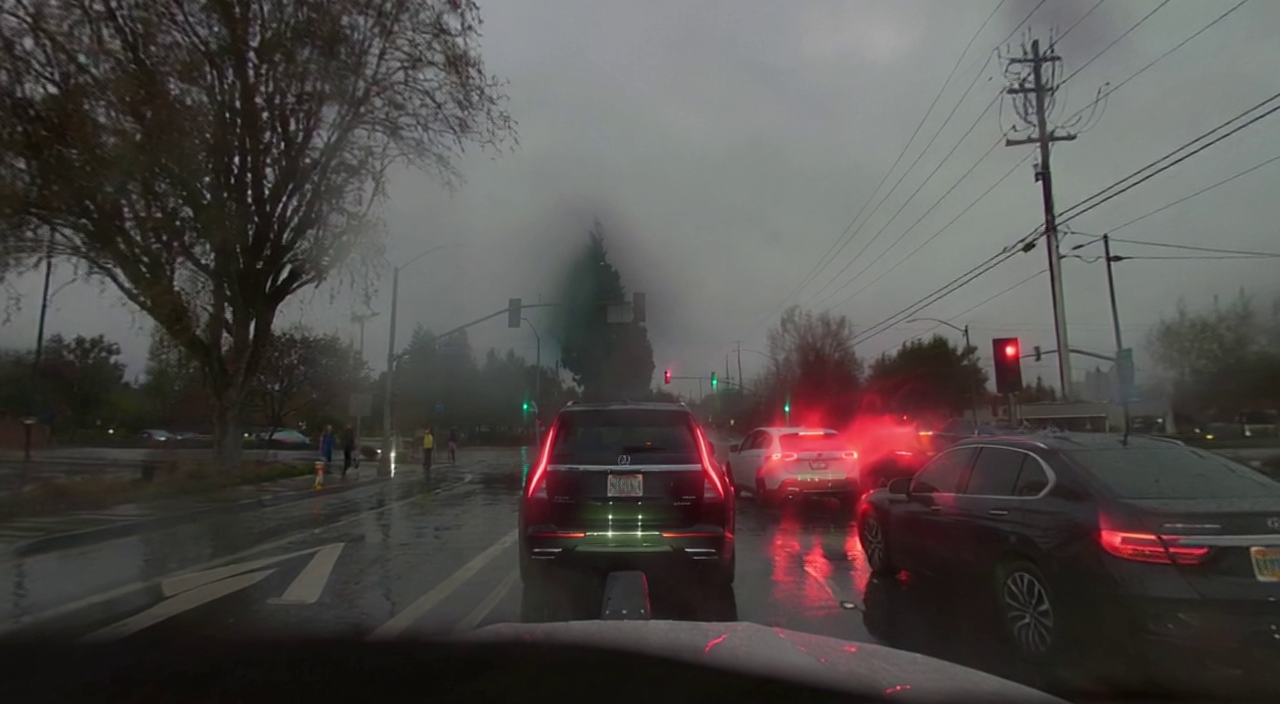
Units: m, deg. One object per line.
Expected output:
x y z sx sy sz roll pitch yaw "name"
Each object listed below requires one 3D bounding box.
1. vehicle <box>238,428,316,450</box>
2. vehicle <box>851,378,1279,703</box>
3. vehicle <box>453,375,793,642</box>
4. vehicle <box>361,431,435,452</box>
-27.127 6.527 47.209 4.587 1.639 1.878 0 -8 1 "vehicle"
3.561 1.298 5.557 1.948 1.677 4.437 0 -8 1 "vehicle"
-0.159 1.368 6.536 2.271 1.786 4.443 0 -8 -1 "vehicle"
-17.754 6.562 46.367 4.607 1.478 1.995 0 -8 0 "vehicle"
